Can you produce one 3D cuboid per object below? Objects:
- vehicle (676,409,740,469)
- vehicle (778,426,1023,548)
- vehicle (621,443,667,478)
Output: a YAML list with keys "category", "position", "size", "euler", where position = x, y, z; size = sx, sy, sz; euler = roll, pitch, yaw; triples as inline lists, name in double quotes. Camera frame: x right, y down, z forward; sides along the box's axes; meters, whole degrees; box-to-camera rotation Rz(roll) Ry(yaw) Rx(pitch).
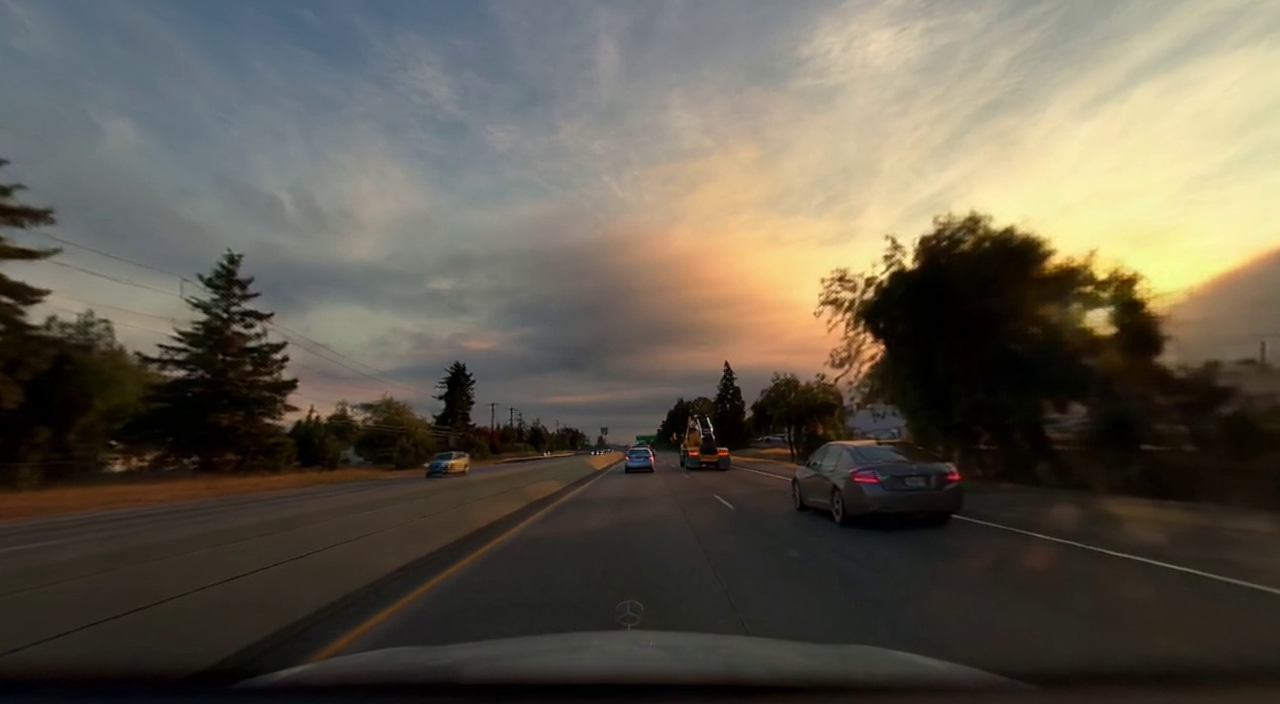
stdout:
- category: "vehicle"
  position: [4.247, 5.783, 41.483]
  size: [3.089, 3.568, 8.101]
  euler: [0, -9, -1]
- category: "vehicle"
  position: [3.748, 2.024, 10.022]
  size: [2.168, 1.529, 3.883]
  euler: [0, -9, -1]
- category: "vehicle"
  position: [0.152, 5.165, 30.282]
  size: [2.045, 1.527, 4.023]
  euler: [0, -9, -1]
